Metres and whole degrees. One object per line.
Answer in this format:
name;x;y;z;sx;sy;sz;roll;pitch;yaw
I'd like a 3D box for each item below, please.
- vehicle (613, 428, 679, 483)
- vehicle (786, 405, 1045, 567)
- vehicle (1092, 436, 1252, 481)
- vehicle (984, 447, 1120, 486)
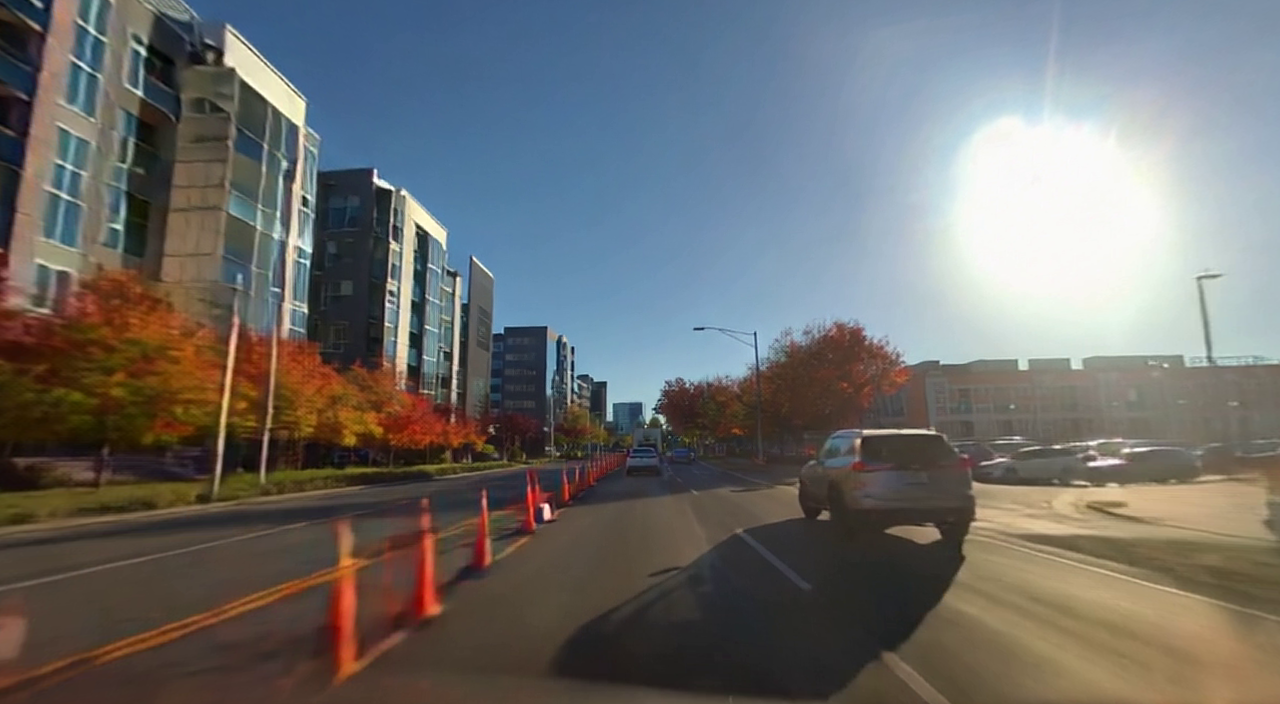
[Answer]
vehicle;0.364;4.917;30.101;2.762;2.309;6.723;0;-9;2
vehicle;3.801;1.953;10.053;2.120;1.828;5.531;-1;-9;6
vehicle;21.987;4.397;26.130;4.629;1.756;2.124;0;-9;1
vehicle;16.847;4.659;25.753;4.568;1.478;1.900;2;-9;-12
